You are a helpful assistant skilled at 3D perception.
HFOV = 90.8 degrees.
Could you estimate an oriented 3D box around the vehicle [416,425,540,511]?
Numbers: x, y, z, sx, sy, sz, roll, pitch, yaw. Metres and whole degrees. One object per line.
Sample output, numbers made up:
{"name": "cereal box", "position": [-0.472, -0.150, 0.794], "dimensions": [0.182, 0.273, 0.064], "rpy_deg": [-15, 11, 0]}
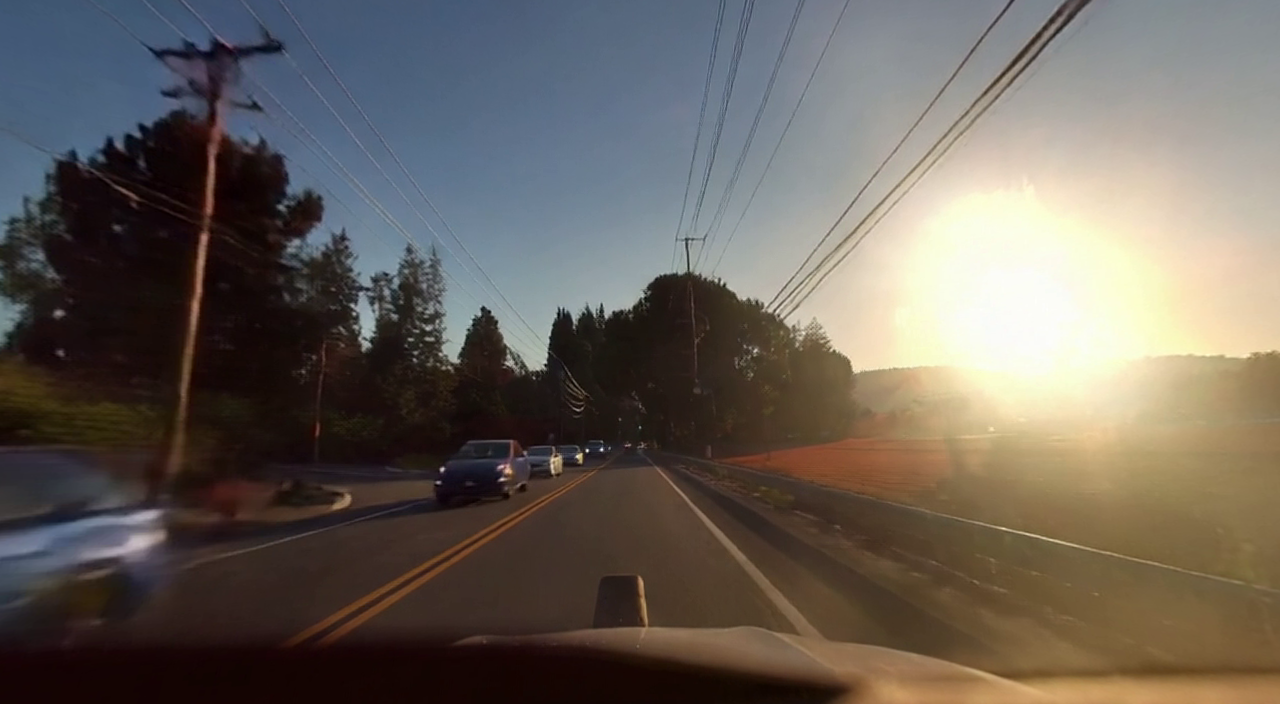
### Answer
{"name": "vehicle", "position": [-4.219, 3.066, 17.278], "dimensions": [2.261, 1.901, 4.549], "rpy_deg": [-3, -8, -1]}

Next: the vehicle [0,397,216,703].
{"name": "vehicle", "position": [-4.254, 1.048, 2.589], "dimensions": [2.070, 1.665, 4.554], "rpy_deg": [-3, -8, -3]}
